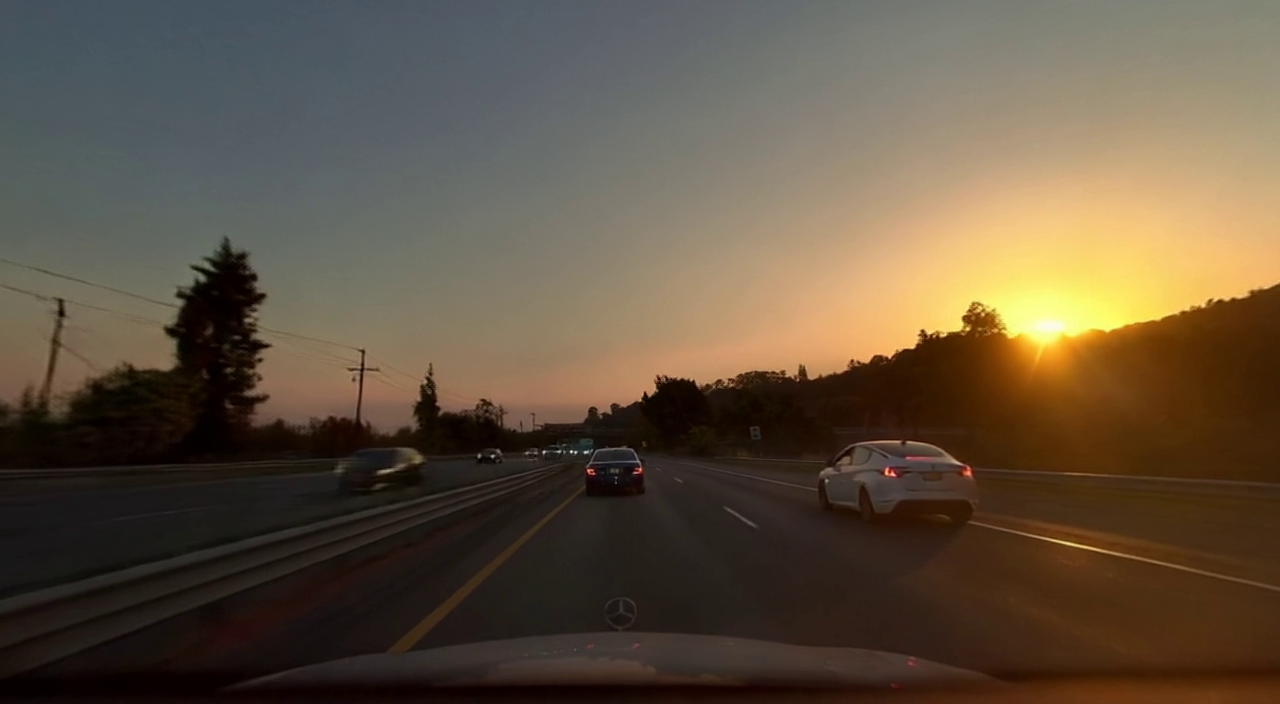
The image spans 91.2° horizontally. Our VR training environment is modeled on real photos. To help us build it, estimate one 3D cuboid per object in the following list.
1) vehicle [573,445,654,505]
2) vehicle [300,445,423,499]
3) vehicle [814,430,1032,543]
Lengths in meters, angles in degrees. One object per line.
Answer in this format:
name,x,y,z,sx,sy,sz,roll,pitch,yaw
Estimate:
vehicle,-0.689,3.404,17.780,2.013,1.479,4.169,0,-9,-1
vehicle,-8.799,3.805,20.317,1.899,1.522,4.578,0,-9,-1
vehicle,4.511,2.179,10.726,1.910,1.554,3.718,0,-9,-1
